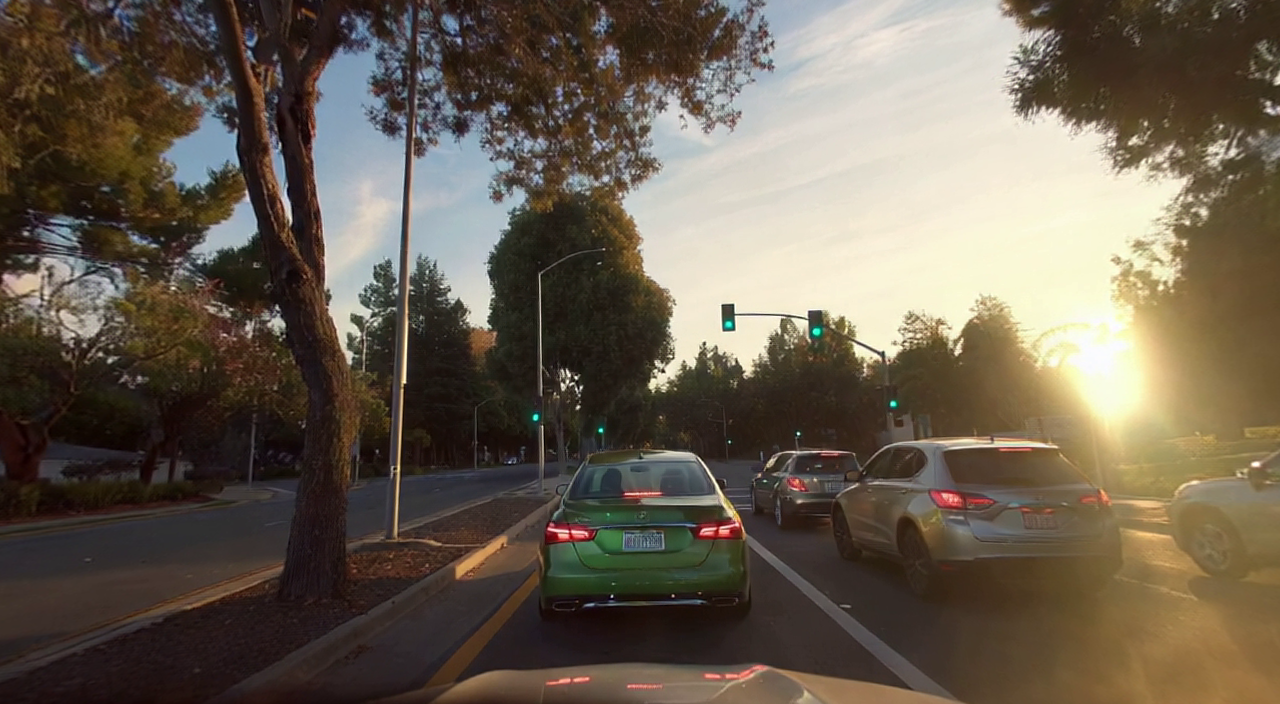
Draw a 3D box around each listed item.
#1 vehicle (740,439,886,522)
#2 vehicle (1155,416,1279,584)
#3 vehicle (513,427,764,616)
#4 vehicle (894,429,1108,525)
[{"bbox_3d":[3.538,2.716,13.830,1.934,1.494,4.446,0,-9,0],"label":"vehicle"},{"bbox_3d":[6.927,1.339,5.582,1.783,1.572,3.421,0,-9,1],"label":"vehicle"},{"bbox_3d":[0.008,1.680,7.100,2.015,1.502,3.898,0,-9,1],"label":"vehicle"},{"bbox_3d":[7.015,2.464,12.891,1.923,1.611,4.094,0,-9,0],"label":"vehicle"}]
